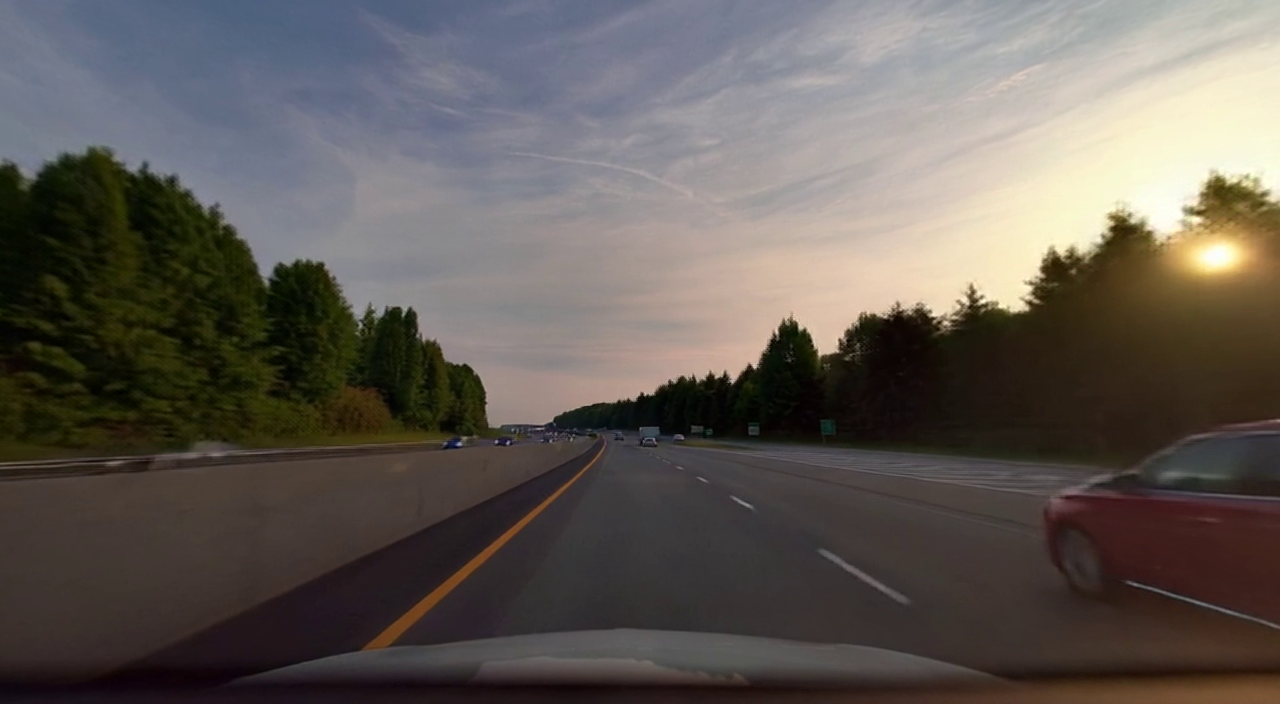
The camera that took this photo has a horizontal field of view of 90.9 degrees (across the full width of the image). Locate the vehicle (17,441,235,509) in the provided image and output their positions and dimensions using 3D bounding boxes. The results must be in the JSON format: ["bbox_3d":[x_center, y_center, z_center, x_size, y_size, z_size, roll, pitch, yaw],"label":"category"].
[{"bbox_3d":[-12.899,3.056,16.309,1.905,1.464,4.510,0,-8,-1],"label":"vehicle"}]

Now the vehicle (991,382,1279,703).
[{"bbox_3d":[3.716,0.898,2.675,1.958,1.526,4.227,0,-8,-1],"label":"vehicle"}]
